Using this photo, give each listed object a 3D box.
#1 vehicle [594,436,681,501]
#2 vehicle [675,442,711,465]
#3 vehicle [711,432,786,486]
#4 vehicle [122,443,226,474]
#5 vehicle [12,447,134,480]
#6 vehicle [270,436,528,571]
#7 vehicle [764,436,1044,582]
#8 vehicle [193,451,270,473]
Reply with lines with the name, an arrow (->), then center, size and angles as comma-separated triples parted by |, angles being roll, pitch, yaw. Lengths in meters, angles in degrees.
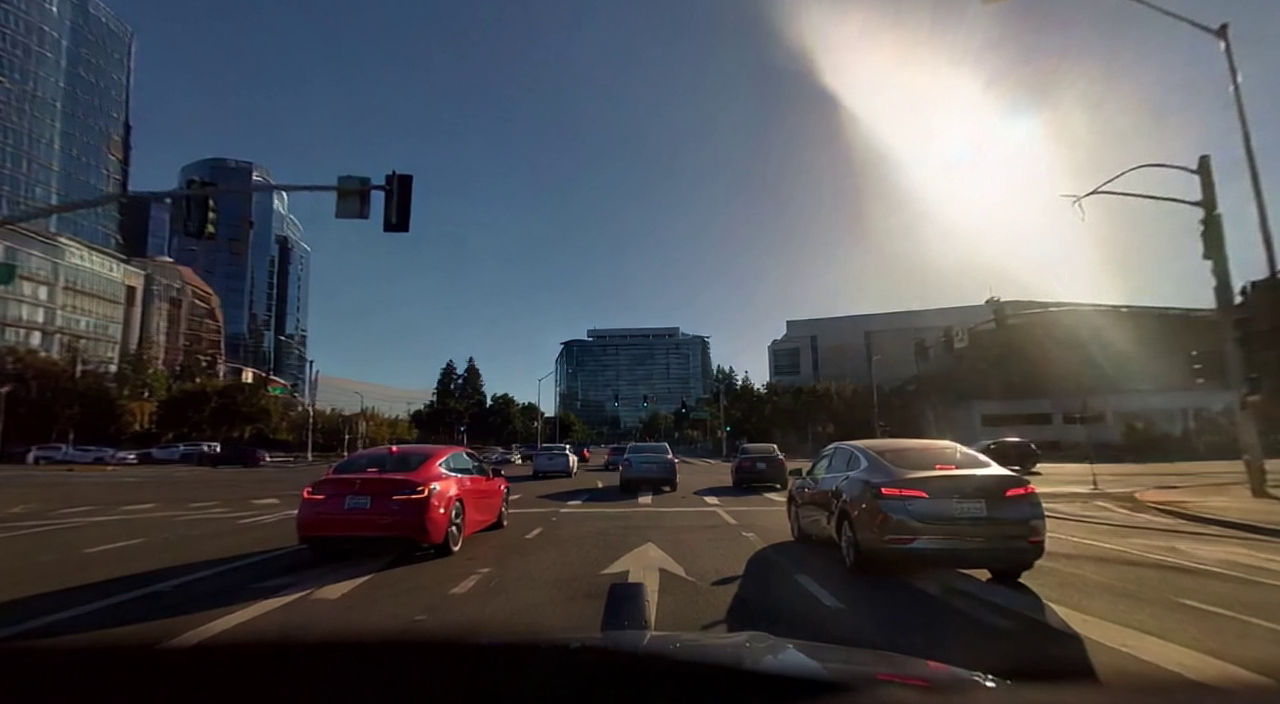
vehicle -> -0.189, 3.190, 17.708 | 2.144, 1.563, 4.218 | 0, -9, -3
vehicle -> 3.922, 7.637, 47.521 | 2.138, 1.624, 4.417 | 0, -8, -3
vehicle -> 3.768, 3.796, 22.570 | 1.938, 1.732, 4.006 | 0, -8, 0
vehicle -> -29.199, 6.676, 39.597 | 4.916, 1.793, 2.082 | -1, -8, 3
vehicle -> -30.306, 5.962, 33.785 | 4.427, 1.629, 2.213 | -1, -8, 3
vehicle -> -3.102, 2.027, 9.313 | 2.015, 1.478, 4.407 | 0, -8, 1
vehicle -> 3.262, 1.983, 9.050 | 1.951, 1.522, 4.614 | 0, -8, -1
vehicle -> -28.811, 7.761, 44.456 | 4.349, 1.429, 1.819 | -2, -9, 8
